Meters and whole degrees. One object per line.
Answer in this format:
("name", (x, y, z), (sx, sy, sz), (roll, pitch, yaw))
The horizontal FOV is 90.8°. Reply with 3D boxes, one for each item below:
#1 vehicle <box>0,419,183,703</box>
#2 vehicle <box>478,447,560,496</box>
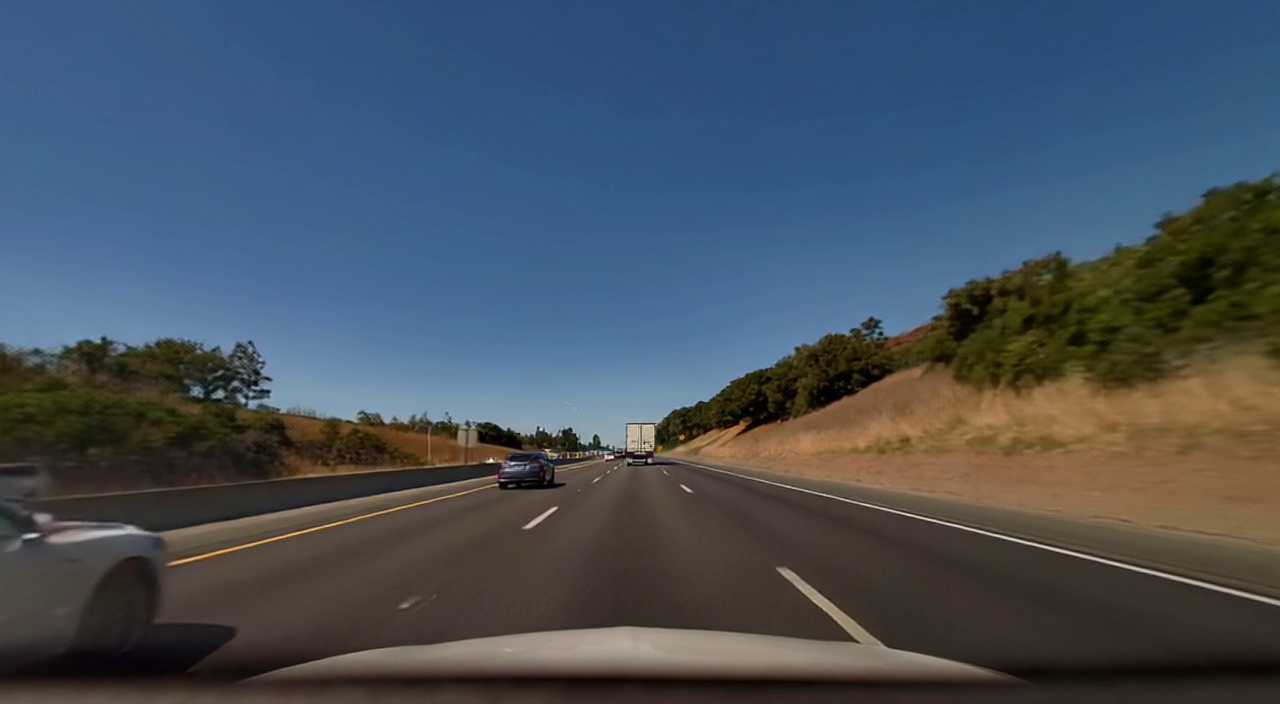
("vehicle", (-3.916, 0.852, 1.513), (2.053, 1.489, 4.740), (0, -9, 1))
("vehicle", (-4.154, 4.158, 22.365), (2.051, 1.537, 4.111), (0, -9, 0))
